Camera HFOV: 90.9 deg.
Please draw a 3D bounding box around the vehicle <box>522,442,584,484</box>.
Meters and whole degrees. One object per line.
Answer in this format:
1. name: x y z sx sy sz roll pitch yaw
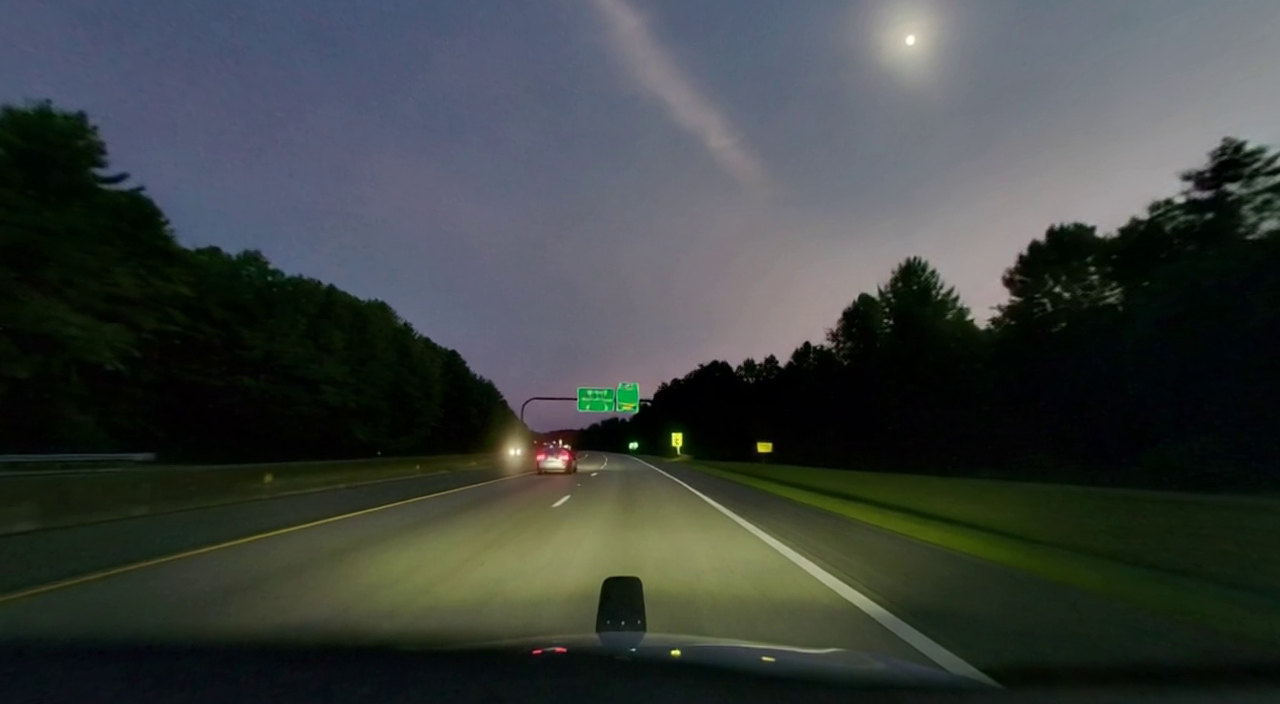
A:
1. vehicle: -3.446 4.457 25.572 1.990 1.532 3.911 0 -9 -1
